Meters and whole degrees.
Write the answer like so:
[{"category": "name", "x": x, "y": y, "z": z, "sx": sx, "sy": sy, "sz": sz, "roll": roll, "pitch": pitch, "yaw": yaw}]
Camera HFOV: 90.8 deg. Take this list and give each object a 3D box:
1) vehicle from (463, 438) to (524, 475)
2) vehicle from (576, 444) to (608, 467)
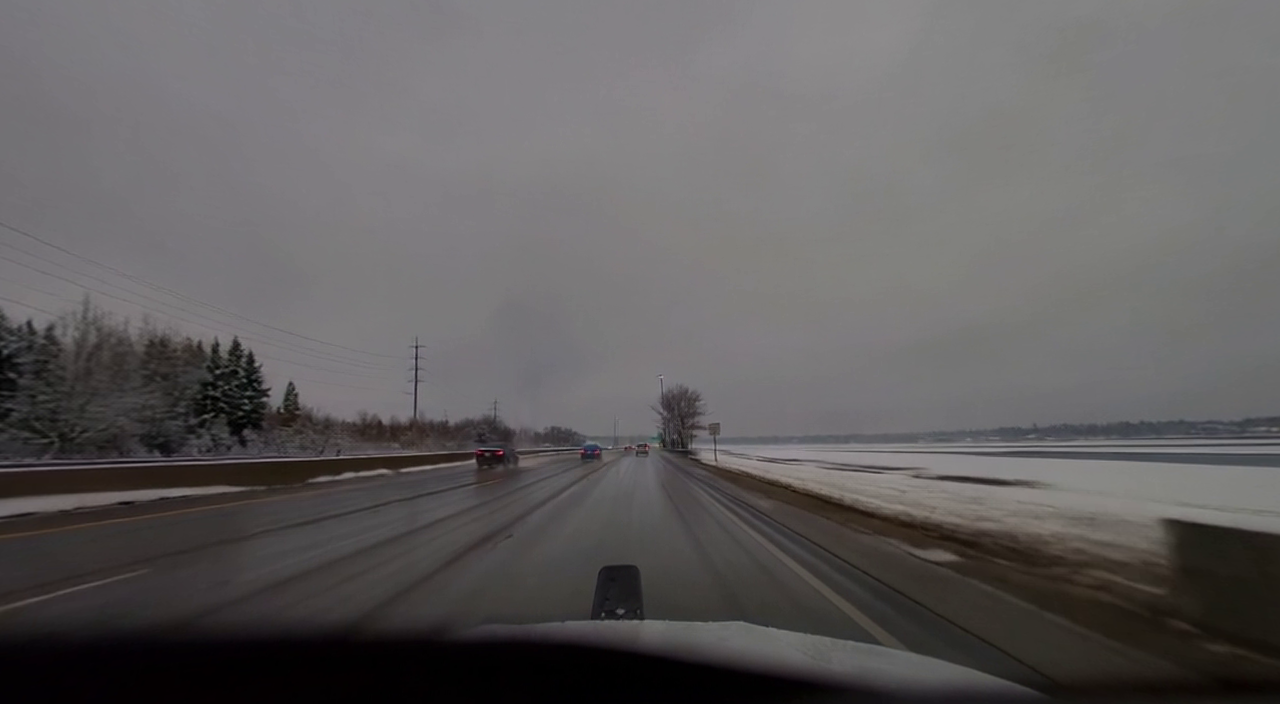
[{"category": "vehicle", "x": -7.432, "y": 5.354, "z": 32.526, "sx": 2.050, "sy": 1.717, "sz": 4.418, "roll": 0, "pitch": -9, "yaw": 1}, {"category": "vehicle", "x": -3.404, "y": 7.432, "z": 45.491, "sx": 1.957, "sy": 1.494, "sz": 4.207, "roll": 0, "pitch": -9, "yaw": 1}]
